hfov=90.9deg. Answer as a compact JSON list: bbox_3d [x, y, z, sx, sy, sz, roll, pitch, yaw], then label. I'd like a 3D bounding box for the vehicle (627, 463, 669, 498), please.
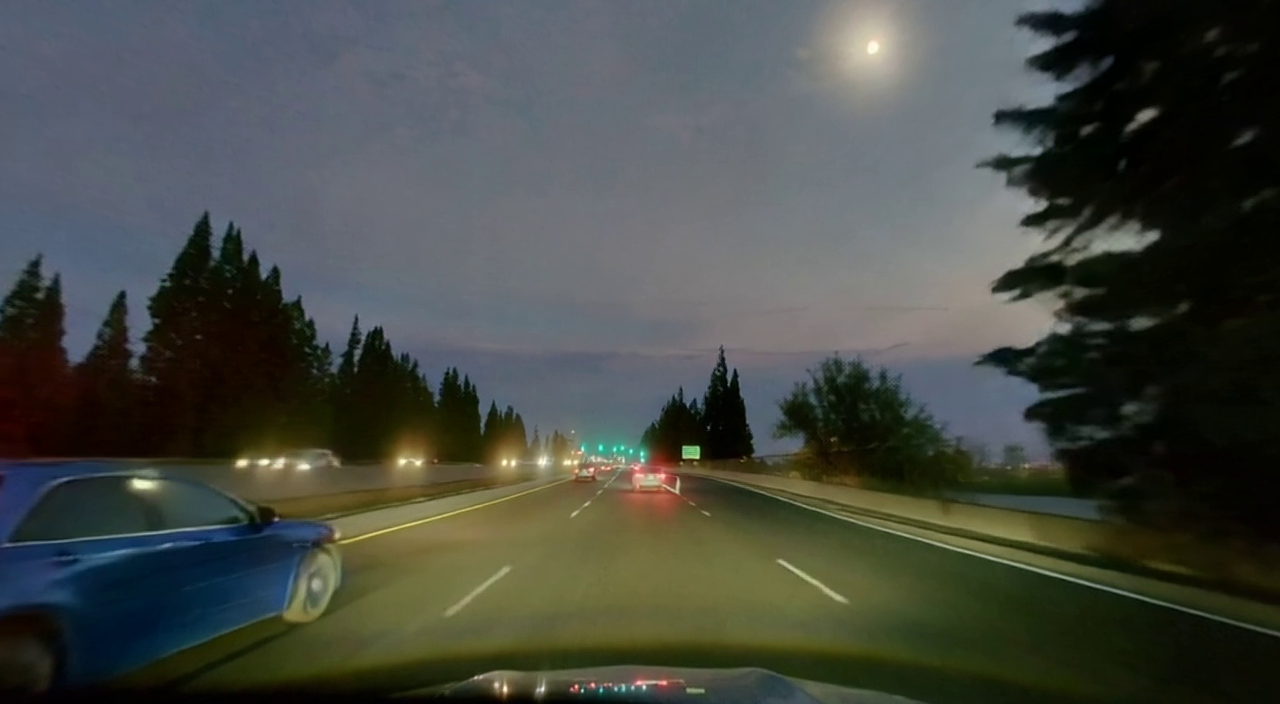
[{"bbox_3d":[0.331,6.208,30.554,1.905,1.559,3.491,1,-11,-2],"label":"vehicle"}]

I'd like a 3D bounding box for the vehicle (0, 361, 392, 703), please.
[{"bbox_3d":[-3.554,1.128,3.747,2.176,1.678,4.724,0,-11,0],"label":"vehicle"}]

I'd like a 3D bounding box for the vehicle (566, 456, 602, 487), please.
[{"bbox_3d":[-4.163,8.995,47.410,2.237,2.113,4.815,1,-11,0],"label":"vehicle"}]
